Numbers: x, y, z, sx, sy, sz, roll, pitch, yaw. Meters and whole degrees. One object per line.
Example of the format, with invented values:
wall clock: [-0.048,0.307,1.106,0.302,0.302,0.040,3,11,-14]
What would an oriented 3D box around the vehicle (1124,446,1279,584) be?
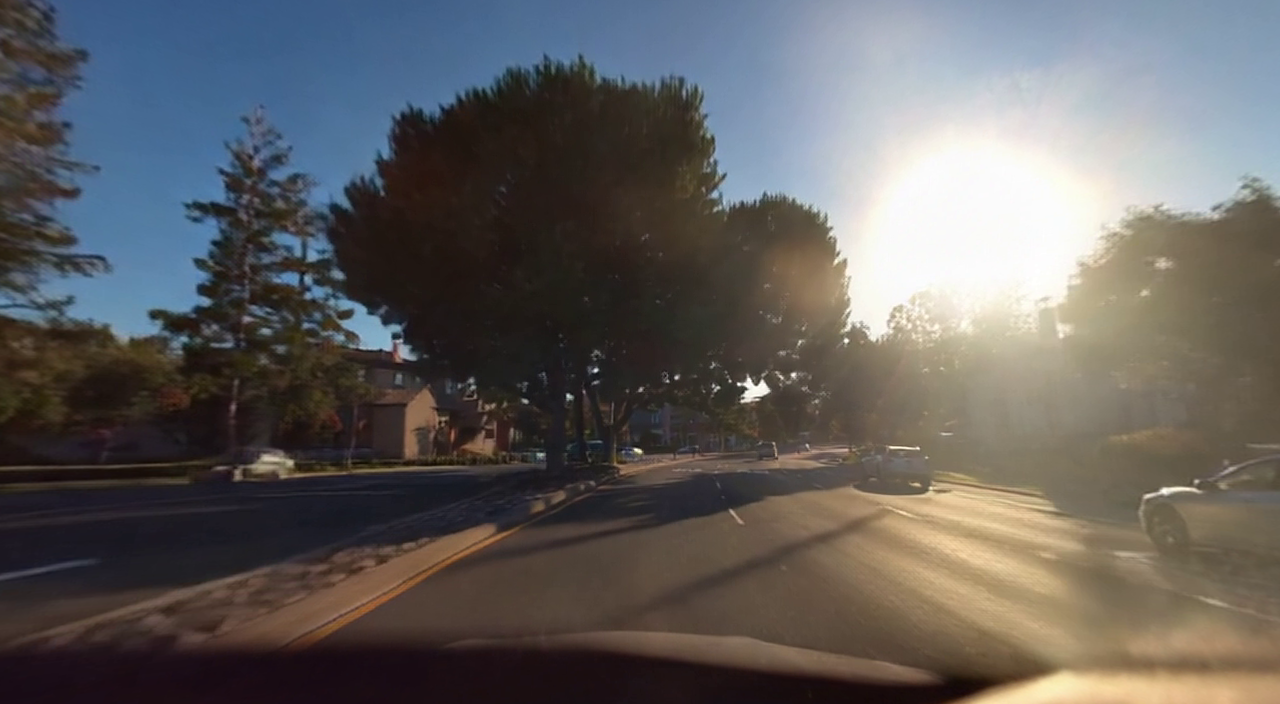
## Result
vehicle: [7.407,1.639,6.270,1.783,1.386,4.433,0,-8,2]

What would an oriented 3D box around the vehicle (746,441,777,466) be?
vehicle: [8.474,7.086,44.109,1.991,1.684,4.127,-2,-9,10]

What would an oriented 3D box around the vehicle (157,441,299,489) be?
vehicle: [-16.250,4.445,25.196,1.952,1.686,4.494,-2,-9,14]

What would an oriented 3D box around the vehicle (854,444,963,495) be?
vehicle: [8.589,3.764,20.638,1.855,1.444,4.389,-1,-8,4]
